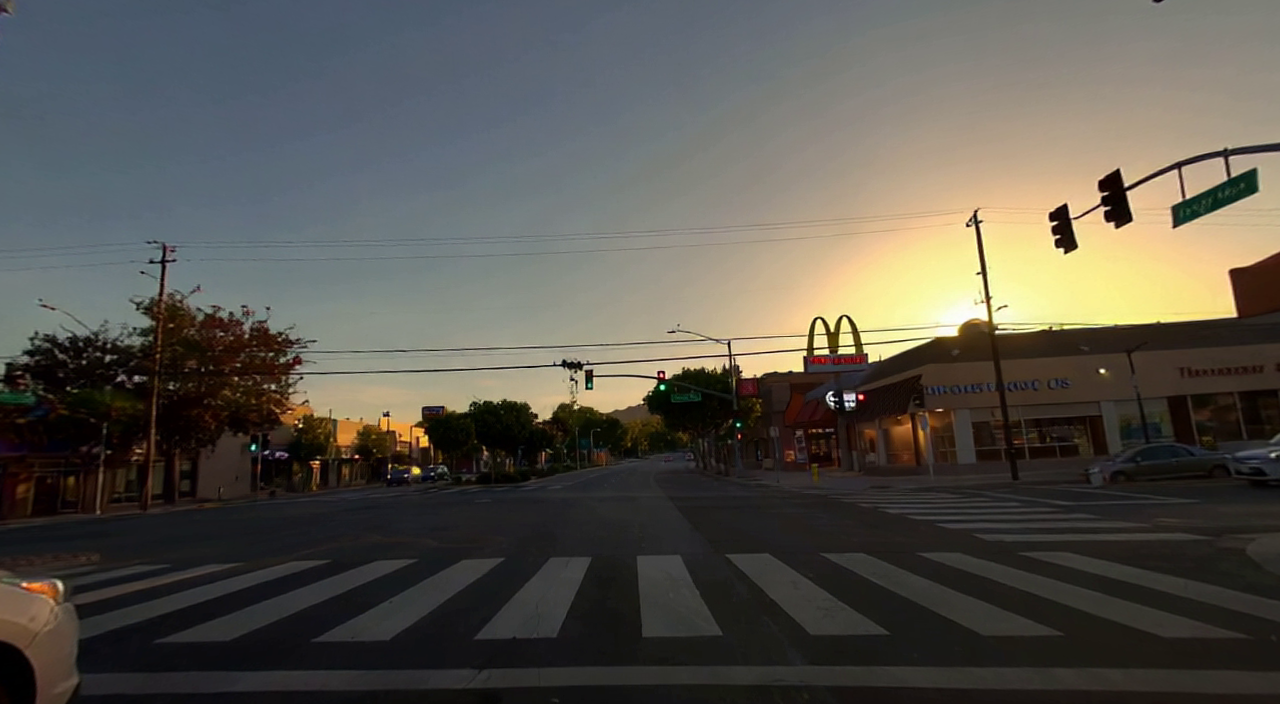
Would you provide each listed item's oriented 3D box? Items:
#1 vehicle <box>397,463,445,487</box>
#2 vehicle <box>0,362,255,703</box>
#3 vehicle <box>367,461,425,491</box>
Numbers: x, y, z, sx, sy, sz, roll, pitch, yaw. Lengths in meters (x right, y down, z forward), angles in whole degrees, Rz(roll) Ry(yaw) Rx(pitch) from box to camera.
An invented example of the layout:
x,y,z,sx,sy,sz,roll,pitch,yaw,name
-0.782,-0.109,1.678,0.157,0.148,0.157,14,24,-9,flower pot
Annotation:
x,y,z,sx,sy,sz,roll,pitch,yaw,name
-15.734,8.832,45.417,1.931,1.471,4.152,0,-9,0,vehicle
-3.412,0.731,1.404,2.081,1.644,4.523,0,-9,2,vehicle
-19.200,9.755,49.815,2.227,2.033,5.614,0,-9,1,vehicle
